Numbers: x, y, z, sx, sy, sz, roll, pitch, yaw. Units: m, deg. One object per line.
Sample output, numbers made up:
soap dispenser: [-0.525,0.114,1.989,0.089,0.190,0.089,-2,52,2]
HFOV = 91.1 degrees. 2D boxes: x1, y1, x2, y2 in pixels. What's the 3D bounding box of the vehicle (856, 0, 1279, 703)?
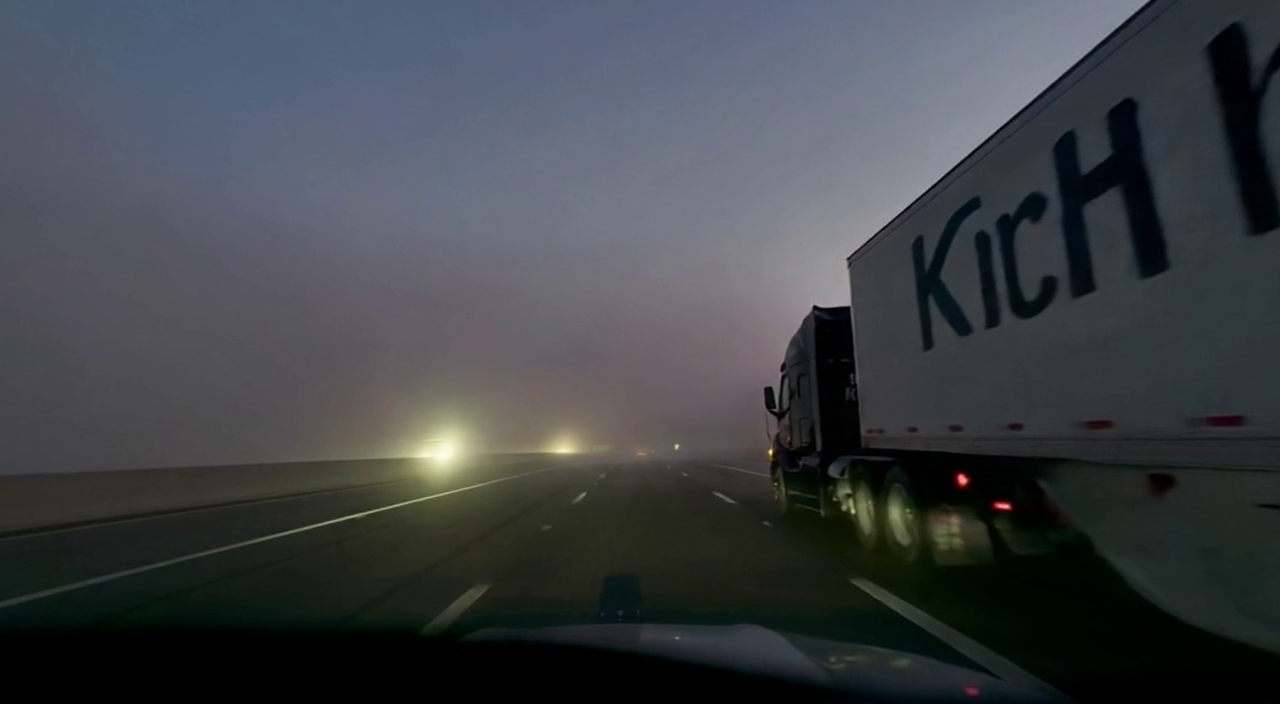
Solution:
vehicle: [4.509,-0.739,1.146,2.993,4.433,13.992,0,-9,-1]
